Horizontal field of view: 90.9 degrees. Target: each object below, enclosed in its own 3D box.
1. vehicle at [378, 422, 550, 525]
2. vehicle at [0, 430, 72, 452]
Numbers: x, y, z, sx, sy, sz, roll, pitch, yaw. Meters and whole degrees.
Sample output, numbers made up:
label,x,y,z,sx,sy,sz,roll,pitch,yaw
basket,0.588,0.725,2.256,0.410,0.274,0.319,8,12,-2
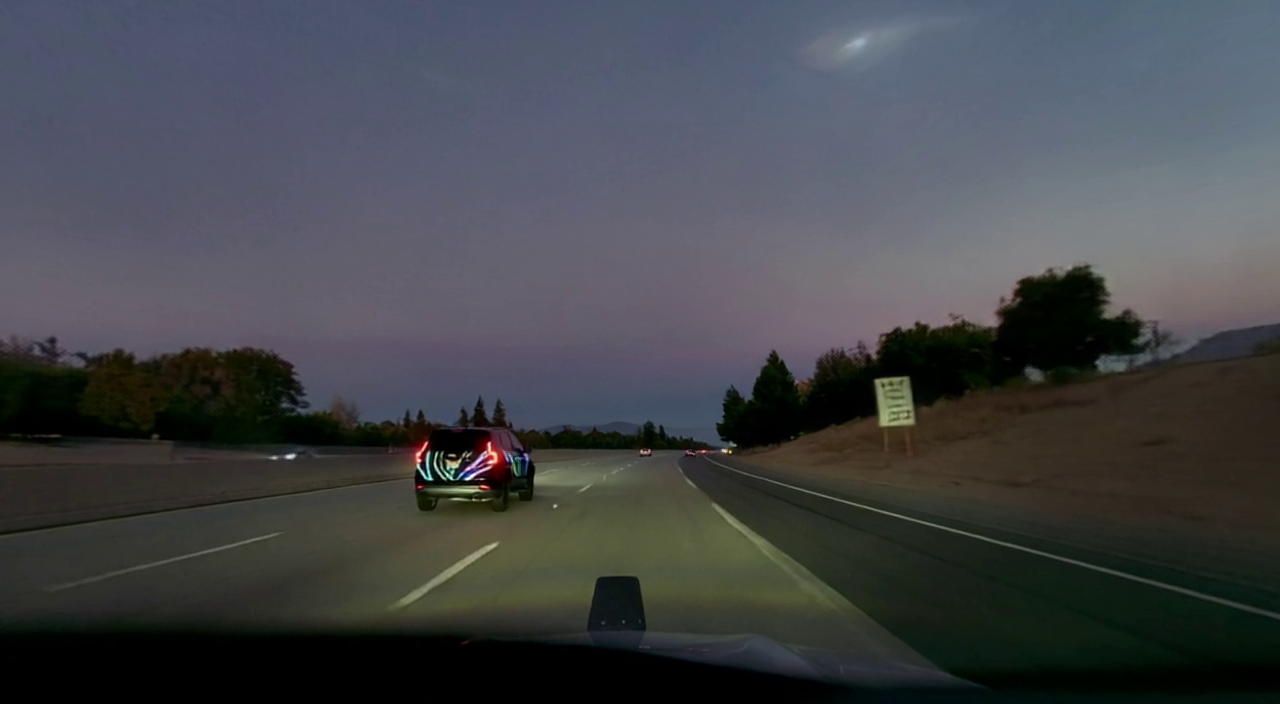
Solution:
label,x,y,z,sx,sy,sz,roll,pitch,yaw
vehicle,-3.461,2.500,13.559,2.183,1.803,4.685,0,-8,2
vehicle,-44.540,6.517,45.919,1.834,1.497,4.697,0,-8,3
